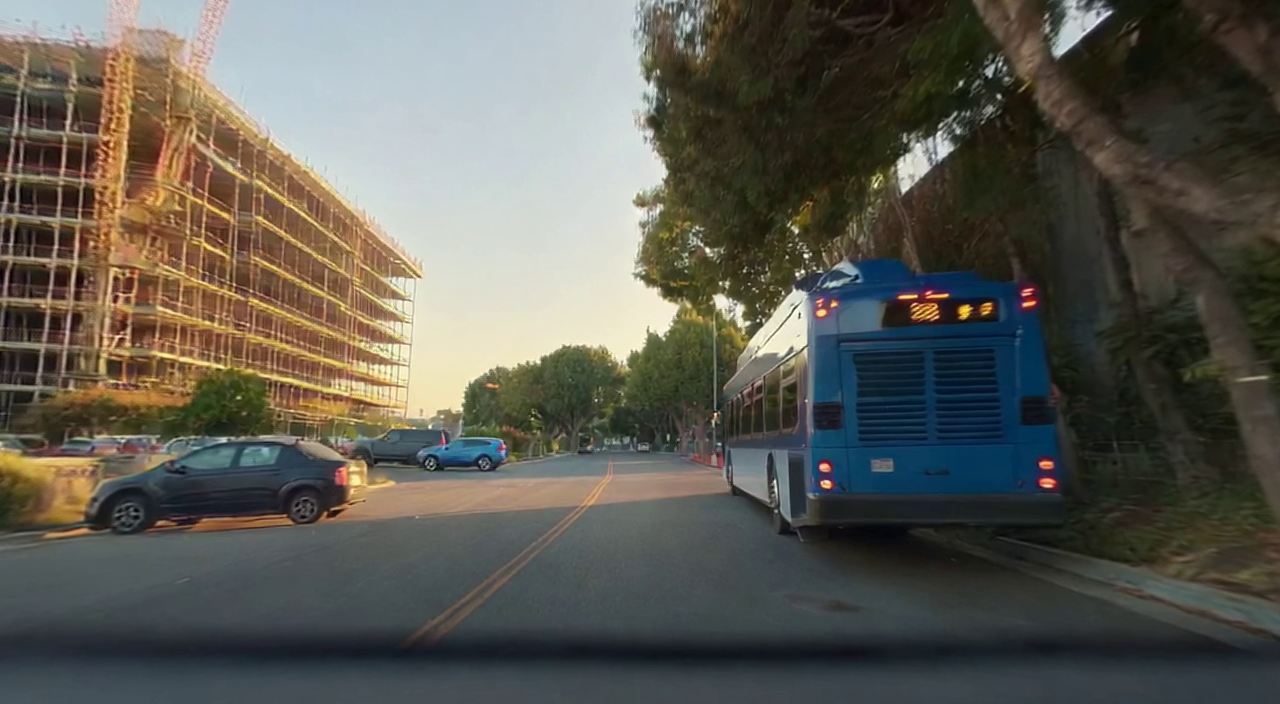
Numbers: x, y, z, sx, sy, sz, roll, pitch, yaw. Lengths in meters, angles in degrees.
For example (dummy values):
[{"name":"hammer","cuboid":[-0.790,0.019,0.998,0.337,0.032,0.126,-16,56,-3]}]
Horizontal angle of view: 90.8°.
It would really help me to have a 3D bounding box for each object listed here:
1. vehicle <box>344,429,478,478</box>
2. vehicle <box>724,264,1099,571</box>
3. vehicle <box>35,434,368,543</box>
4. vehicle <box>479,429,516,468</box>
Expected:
[{"name":"vehicle","cuboid":[-13.566,6.102,38.065,7.067,2.785,2.980,1,-9,-9]},{"name":"vehicle","cuboid":[3.800,1.606,13.325,3.040,3.424,12.508,0,-9,3]},{"name":"vehicle","cuboid":[-7.894,2.452,11.994,4.689,1.683,2.065,5,-10,-30]},{"name":"vehicle","cuboid":[-8.030,5.414,35.748,1.515,2.074,2.668,0,-7,-2]}]
